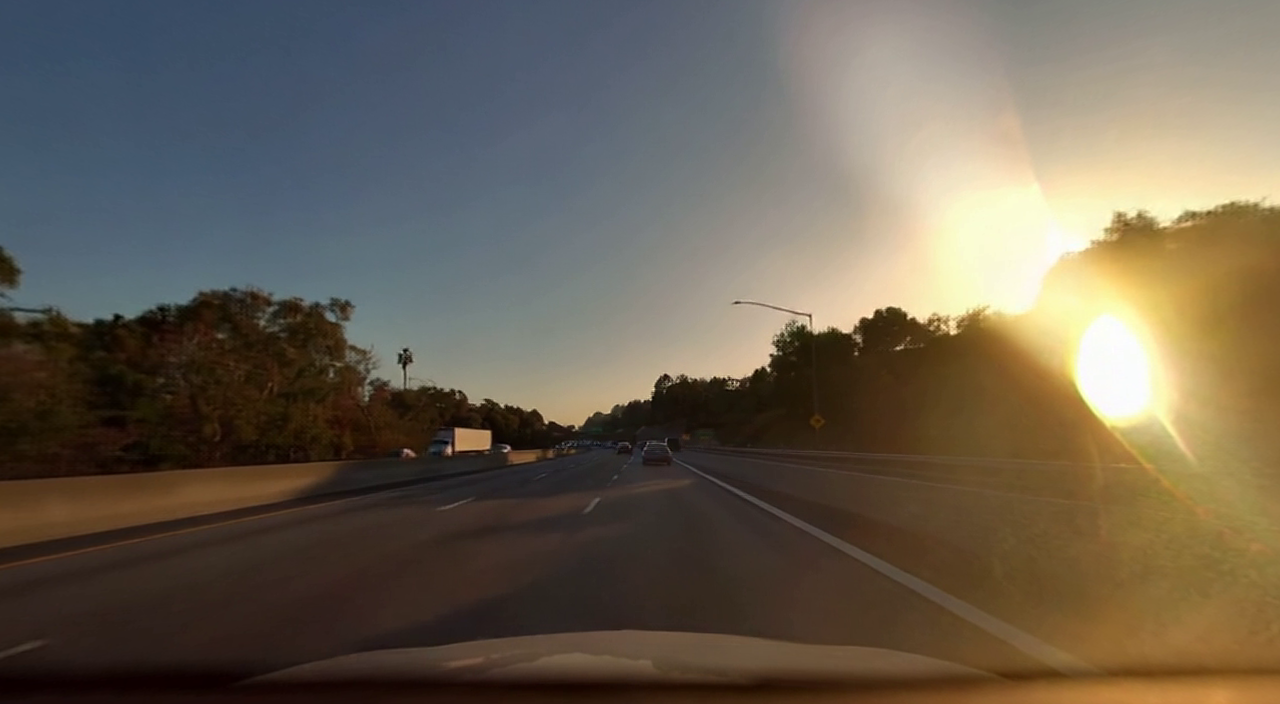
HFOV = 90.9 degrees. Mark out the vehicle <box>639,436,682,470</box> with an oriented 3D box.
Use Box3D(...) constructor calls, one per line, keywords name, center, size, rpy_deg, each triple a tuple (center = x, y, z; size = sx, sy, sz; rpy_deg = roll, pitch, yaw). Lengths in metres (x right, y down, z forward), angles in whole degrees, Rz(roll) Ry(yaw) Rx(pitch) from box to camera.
Box3D(name="vehicle", center=(1.109, 5.676, 35.732), size=(2.260, 1.766, 4.348), rpy_deg=(0, -8, 0))
